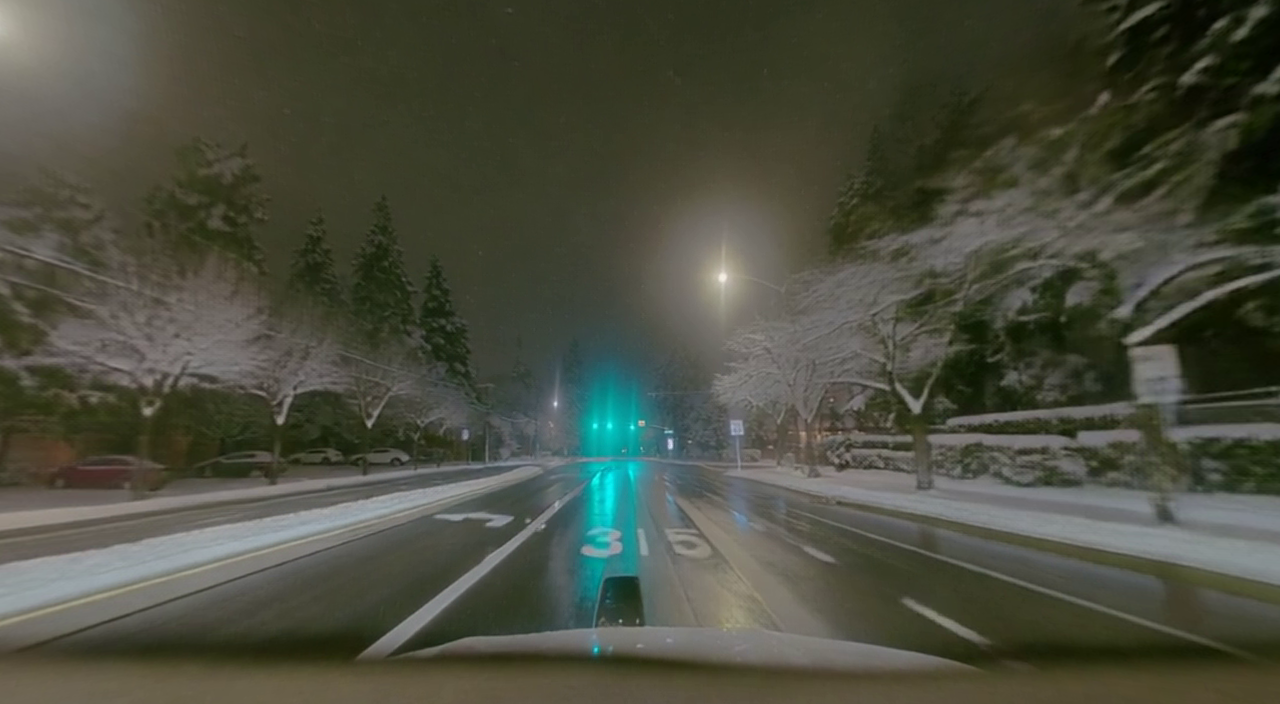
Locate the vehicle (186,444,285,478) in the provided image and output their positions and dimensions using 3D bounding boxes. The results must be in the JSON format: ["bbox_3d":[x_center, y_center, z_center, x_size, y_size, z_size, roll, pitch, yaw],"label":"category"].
[{"bbox_3d":[-21.374,5.794,33.503,3.886,1.641,1.850,1,-11,0],"label":"vehicle"}]

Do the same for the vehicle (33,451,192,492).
[{"bbox_3d":[-20.442,4.616,24.592,4.536,1.502,1.975,-1,-9,5],"label":"vehicle"}]

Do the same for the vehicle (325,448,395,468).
[{"bbox_3d":[-21.668,8.245,49.016,4.495,1.472,1.833,0,-9,-1],"label":"vehicle"}]
